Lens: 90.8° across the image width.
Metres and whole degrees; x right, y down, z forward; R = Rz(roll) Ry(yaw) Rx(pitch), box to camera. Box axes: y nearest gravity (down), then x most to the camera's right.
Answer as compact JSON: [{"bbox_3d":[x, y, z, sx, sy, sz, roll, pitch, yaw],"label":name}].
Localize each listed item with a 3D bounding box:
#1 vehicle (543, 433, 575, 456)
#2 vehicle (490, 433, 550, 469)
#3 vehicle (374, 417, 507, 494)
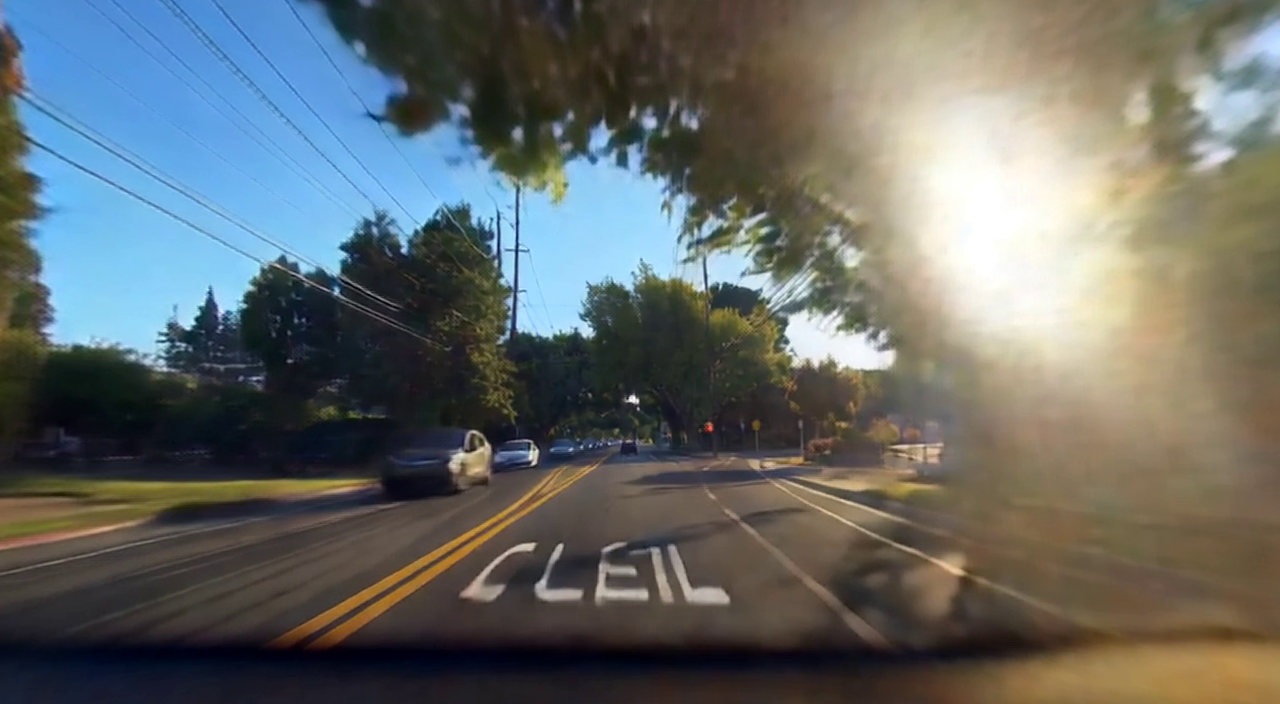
[{"bbox_3d":[-6.093,7.023,47.881,2.001,1.616,4.064,0,-8,-1],"label":"vehicle"},{"bbox_3d":[-5.246,4.395,28.152,1.909,1.463,4.569,0,-8,-2],"label":"vehicle"},{"bbox_3d":[-5.217,2.795,17.285,2.228,1.792,4.397,0,-8,-1],"label":"vehicle"}]
